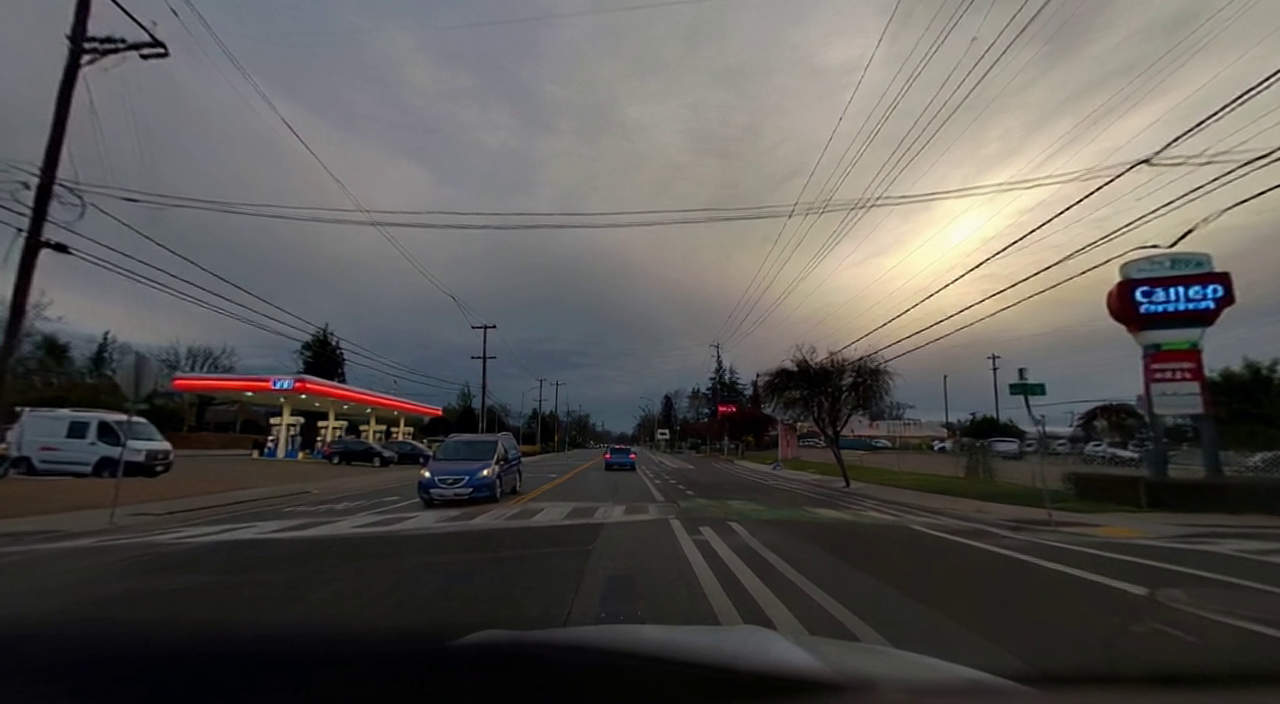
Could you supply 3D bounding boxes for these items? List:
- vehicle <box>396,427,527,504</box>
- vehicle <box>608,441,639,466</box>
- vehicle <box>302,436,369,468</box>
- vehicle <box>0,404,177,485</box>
[{"bbox_3d":[-4.717,3.074,17.619,2.274,1.844,4.843,0,-8,-1],"label":"vehicle"},{"bbox_3d":[-1.207,7.042,44.104,2.000,1.663,4.271,1,-8,-3],"label":"vehicle"},{"bbox_3d":[-18.075,5.946,37.734,1.890,1.761,4.578,1,-8,-4],"label":"vehicle"},{"bbox_3d":[-18.027,2.997,20.560,2.499,2.309,4.613,1,-8,-3],"label":"vehicle"}]
